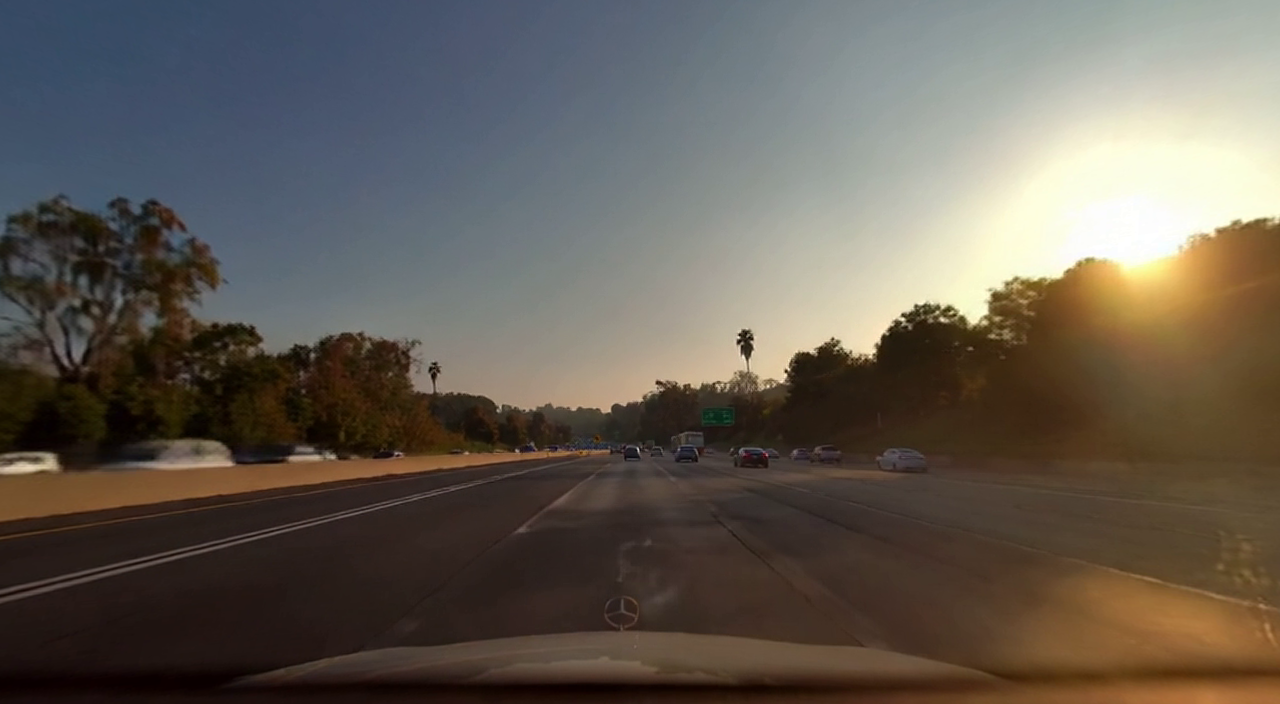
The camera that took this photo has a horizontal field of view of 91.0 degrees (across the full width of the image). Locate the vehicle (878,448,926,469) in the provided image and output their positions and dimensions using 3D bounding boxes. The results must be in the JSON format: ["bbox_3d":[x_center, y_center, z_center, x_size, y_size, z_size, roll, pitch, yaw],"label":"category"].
[{"bbox_3d":[19.613,7.975,47.316,1.774,1.457,4.653,0,-9,1],"label":"vehicle"}]

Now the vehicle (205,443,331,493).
[{"bbox_3d":[-16.153,5.024,27.801,2.205,1.946,5.490,0,-9,0],"label":"vehicle"}]

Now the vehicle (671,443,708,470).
[{"bbox_3d":[3.231,6.894,41.836,2.035,1.704,3.867,0,-9,-2],"label":"vehicle"}]

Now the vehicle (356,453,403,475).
[{"bbox_3d":[-20.131,8.649,48.839,1.715,1.478,4.670,0,-8,-1],"label":"vehicle"}]

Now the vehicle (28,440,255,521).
[{"bbox_3d":[-12.558,3.227,16.410,2.032,1.779,4.704,0,-9,0],"label":"vehicle"}]

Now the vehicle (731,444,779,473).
[{"bbox_3d":[6.742,6.287,37.423,1.902,1.623,4.360,0,-9,-1],"label":"vehicle"}]
